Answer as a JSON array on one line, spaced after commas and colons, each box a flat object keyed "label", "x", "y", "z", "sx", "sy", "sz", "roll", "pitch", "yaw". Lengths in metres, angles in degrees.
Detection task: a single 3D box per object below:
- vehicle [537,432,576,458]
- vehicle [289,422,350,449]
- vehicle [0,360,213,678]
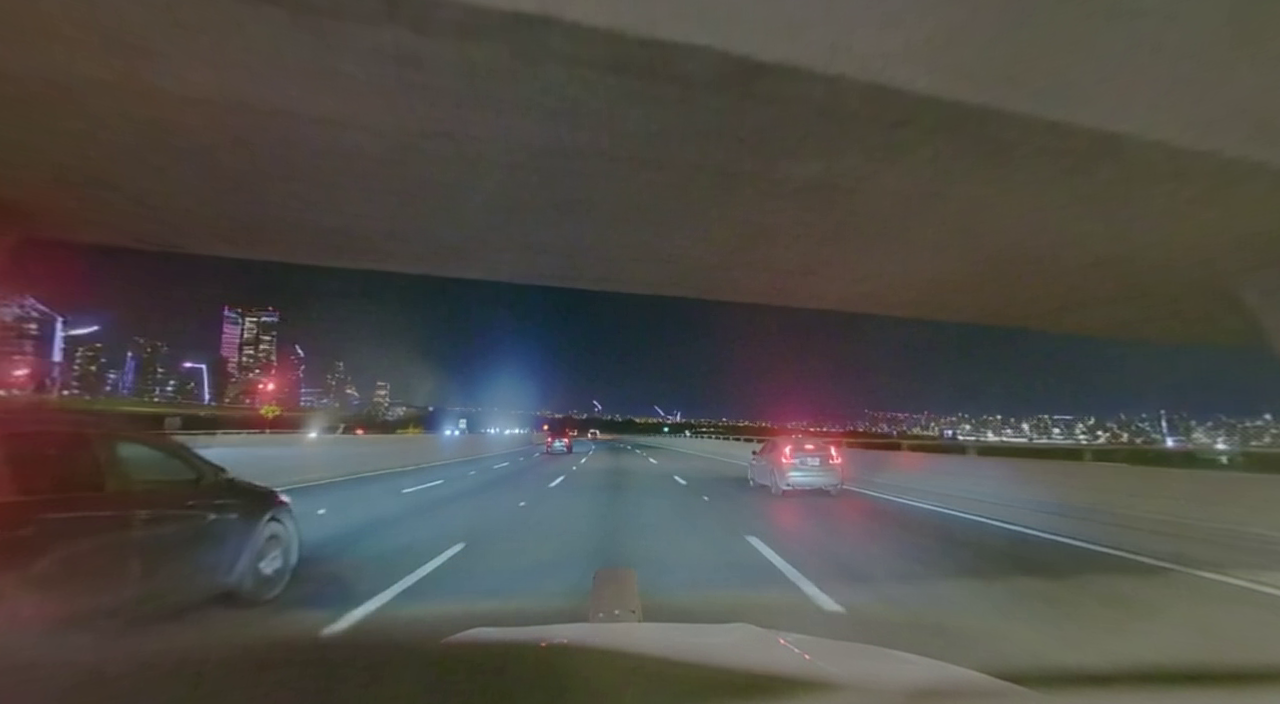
[{"label": "vehicle", "x": -5.625, "y": 6.320, "z": 42.842, "sx": 2.123, "sy": 1.601, "sz": 4.887, "roll": 0, "pitch": -8, "yaw": -2}, {"label": "vehicle", "x": -23.398, "y": 6.121, "z": 46.154, "sx": 2.007, "sy": 1.846, "sz": 5.028, "roll": 0, "pitch": -8, "yaw": -2}, {"label": "vehicle", "x": -4.434, "y": 0.773, "z": 2.504, "sx": 2.215, "sy": 1.648, "sz": 4.713, "roll": 0, "pitch": -8, "yaw": -1}]
